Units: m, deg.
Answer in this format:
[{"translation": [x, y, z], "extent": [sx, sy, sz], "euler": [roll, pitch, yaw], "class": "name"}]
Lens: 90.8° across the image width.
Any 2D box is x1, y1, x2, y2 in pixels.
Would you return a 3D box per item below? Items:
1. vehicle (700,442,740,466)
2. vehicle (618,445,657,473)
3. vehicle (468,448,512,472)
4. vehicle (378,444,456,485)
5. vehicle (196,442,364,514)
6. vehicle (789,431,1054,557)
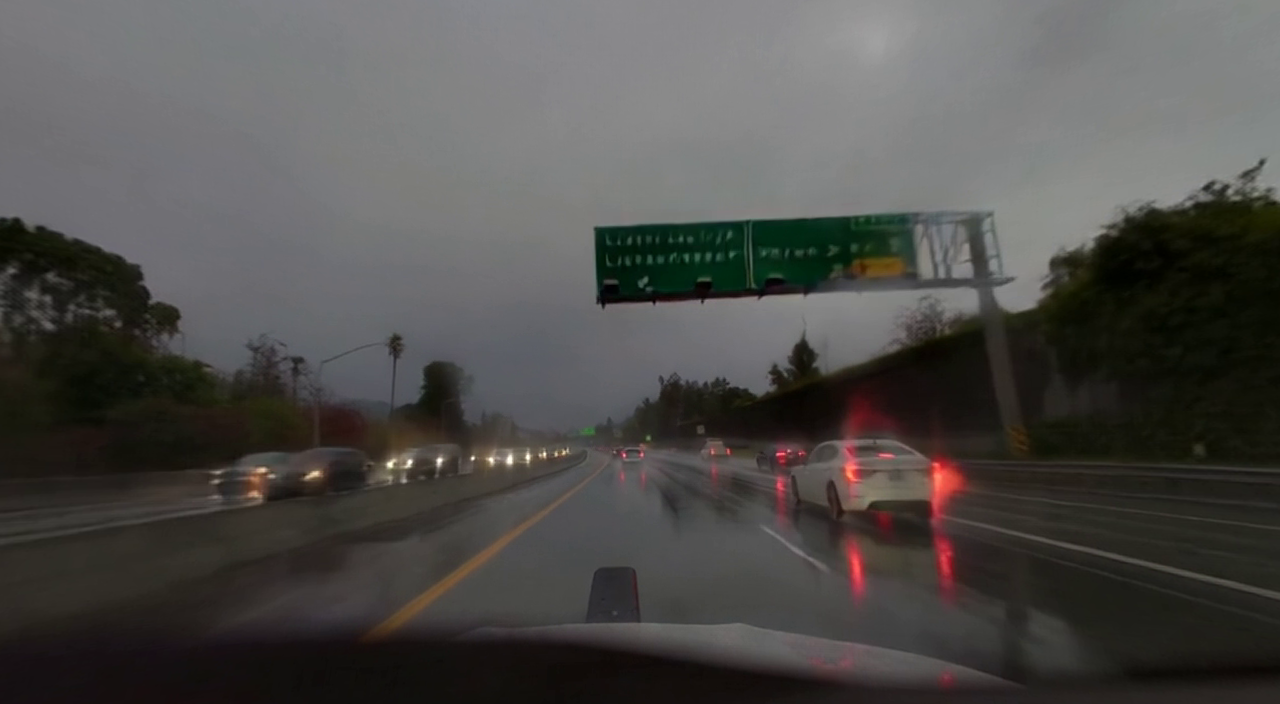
[{"translation": [5.789, 7.373, 45.954], "extent": [2.094, 1.652, 3.955], "euler": [1, -9, -5], "class": "vehicle"}, {"translation": [-0.213, 6.251, 37.069], "extent": [2.090, 1.510, 4.280], "euler": [0, -8, -3], "class": "vehicle"}, {"translation": [-10.201, 7.370, 43.338], "extent": [1.924, 1.466, 4.808], "euler": [0, -9, -2], "class": "vehicle"}, {"translation": [-10.240, 5.152, 29.386], "extent": [2.017, 1.735, 4.581], "euler": [0, -8, -1], "class": "vehicle"}, {"translation": [-9.591, 3.343, 17.371], "extent": [2.082, 1.698, 4.357], "euler": [0, -8, -1], "class": "vehicle"}, {"translation": [3.925, 2.039, 9.847], "extent": [1.972, 1.488, 4.335], "euler": [0, -9, -3], "class": "vehicle"}]
